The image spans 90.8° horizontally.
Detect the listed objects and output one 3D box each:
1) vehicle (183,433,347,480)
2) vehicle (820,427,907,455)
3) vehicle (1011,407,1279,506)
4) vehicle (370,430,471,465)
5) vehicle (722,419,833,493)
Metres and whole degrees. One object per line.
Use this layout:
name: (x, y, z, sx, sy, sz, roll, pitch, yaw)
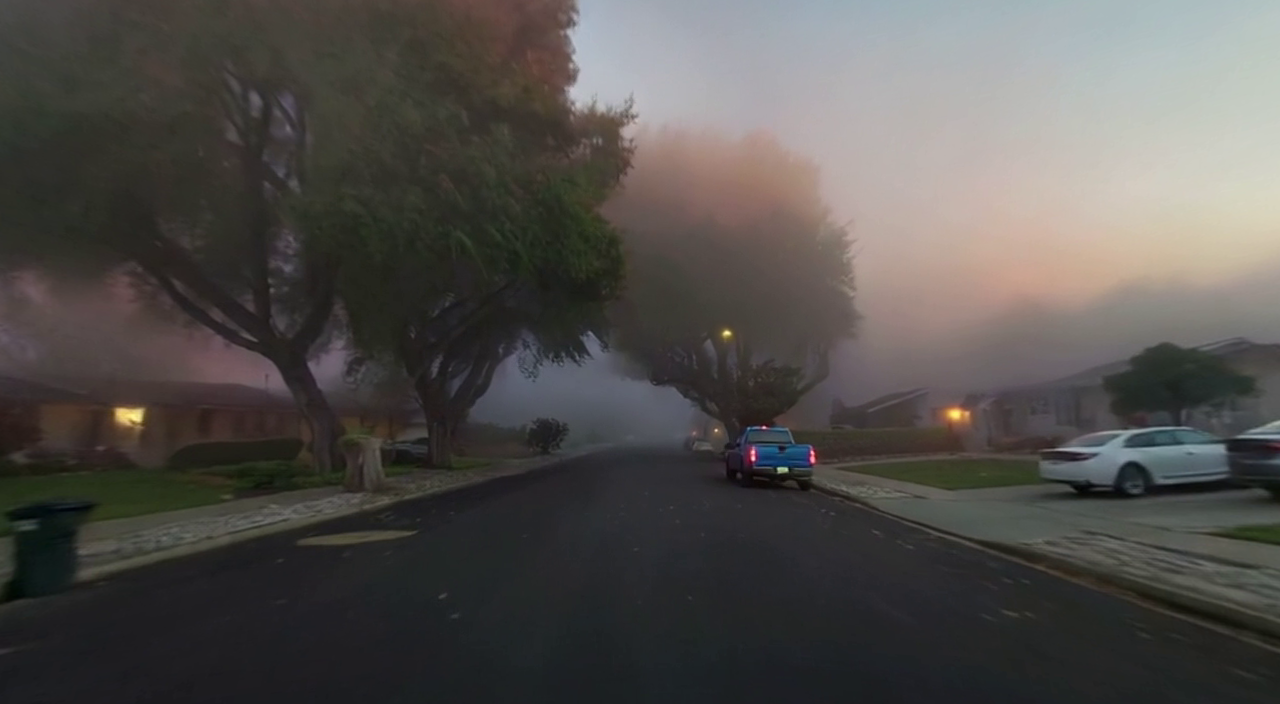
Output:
vehicle: (-12.418, 3.478, 21.121, 4.225, 1.498, 1.917, 0, -8, 2)
vehicle: (13.276, 5.331, 37.731, 4.486, 1.579, 1.880, -1, -9, 4)
vehicle: (10.842, 2.147, 13.277, 4.622, 1.505, 2.168, -6, -8, 1)
vehicle: (-12.015, 5.267, 34.803, 4.807, 1.846, 2.024, -1, -9, 4)
vehicle: (4.076, 3.239, 19.975, 2.313, 1.962, 6.029, 0, -8, 2)
